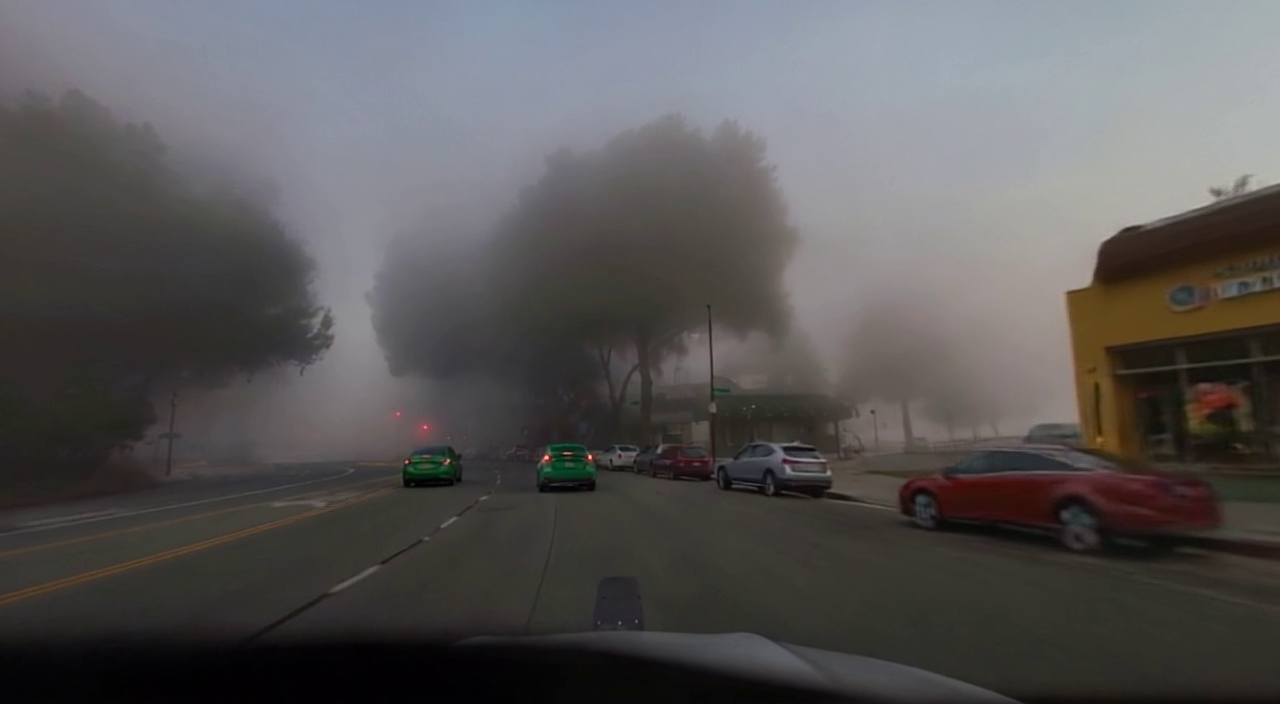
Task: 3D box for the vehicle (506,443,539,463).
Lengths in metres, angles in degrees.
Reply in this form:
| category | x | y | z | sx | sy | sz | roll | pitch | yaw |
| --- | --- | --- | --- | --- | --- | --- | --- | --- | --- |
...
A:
| category | x | y | z | sx | sy | sz | roll | pitch | yaw |
| --- | --- | --- | --- | --- | --- | --- | --- | --- | --- |
| vehicle | -8.554 | 7.264 | 45.452 | 1.920 | 1.416 | 4.310 | 2 | -9 | -16 |

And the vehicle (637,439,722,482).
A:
| category | x | y | z | sx | sy | sz | roll | pitch | yaw |
| --- | --- | --- | --- | --- | --- | --- | --- | --- | --- |
| vehicle | 1.439 | 4.251 | 25.005 | 1.867 | 1.489 | 4.694 | 2 | -9 | -16 |

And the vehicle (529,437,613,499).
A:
| category | x | y | z | sx | sy | sz | roll | pitch | yaw |
| --- | --- | --- | --- | --- | --- | --- | --- | --- | --- |
| vehicle | -2.082 | 3.190 | 17.808 | 2.001 | 1.483 | 4.442 | 1 | -9 | -10 |

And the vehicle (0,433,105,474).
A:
| category | x | y | z | sx | sy | sz | roll | pitch | yaw |
| --- | --- | --- | --- | --- | --- | --- | --- | --- | --- |
| vehicle | -36.307 | 6.242 | 38.806 | 2.430 | 2.266 | 6.029 | 3 | -9 | -13 |

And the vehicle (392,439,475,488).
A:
| category | x | y | z | sx | sy | sz | roll | pitch | yaw |
| --- | --- | --- | --- | --- | --- | --- | --- | --- | --- |
| vehicle | -6.933 | 3.763 | 21.650 | 2.105 | 1.477 | 4.857 | 2 | -9 | -11 |

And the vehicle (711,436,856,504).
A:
| category | x | y | z | sx | sy | sz | roll | pitch | yaw |
| --- | --- | --- | --- | --- | --- | --- | --- | --- | --- |
| vehicle | 3.599 | 3.039 | 16.727 | 1.905 | 1.537 | 4.276 | 2 | -9 | -16 |

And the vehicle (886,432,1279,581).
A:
| category | x | y | z | sx | sy | sz | roll | pitch | yaw |
| --- | --- | --- | --- | --- | --- | --- | --- | --- | --- |
| vehicle | 5.916 | 1.901 | 8.826 | 2.038 | 1.446 | 4.896 | 2 | -9 | -15 |
